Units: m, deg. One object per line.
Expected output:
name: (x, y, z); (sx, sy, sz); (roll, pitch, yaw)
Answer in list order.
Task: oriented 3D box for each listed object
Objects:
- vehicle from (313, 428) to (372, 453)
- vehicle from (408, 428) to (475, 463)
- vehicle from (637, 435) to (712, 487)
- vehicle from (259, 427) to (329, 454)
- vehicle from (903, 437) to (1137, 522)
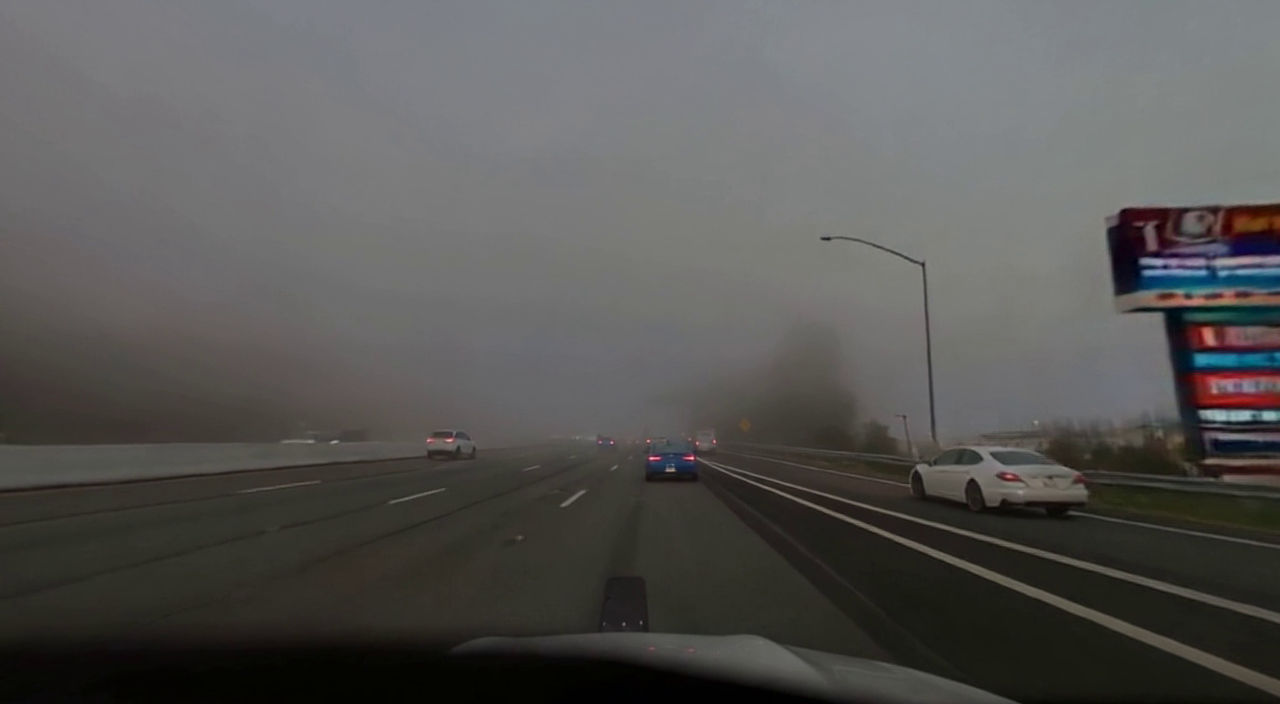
vehicle: (-20.984, 6.306, 44.688); (1.901, 1.635, 4.548); (0, -8, 1)
vehicle: (-10.308, 4.915, 33.131); (1.950, 1.664, 4.403); (-1, -8, 2)
vehicle: (0.966, 3.378, 19.891); (2.113, 1.464, 4.073); (0, -8, 0)
vehicle: (-24.744, 6.383, 45.364); (1.983, 1.756, 5.268); (-1, -8, 1)
vehicle: (7.461, 2.513, 13.063); (2.030, 1.442, 4.358); (0, -8, -2)
